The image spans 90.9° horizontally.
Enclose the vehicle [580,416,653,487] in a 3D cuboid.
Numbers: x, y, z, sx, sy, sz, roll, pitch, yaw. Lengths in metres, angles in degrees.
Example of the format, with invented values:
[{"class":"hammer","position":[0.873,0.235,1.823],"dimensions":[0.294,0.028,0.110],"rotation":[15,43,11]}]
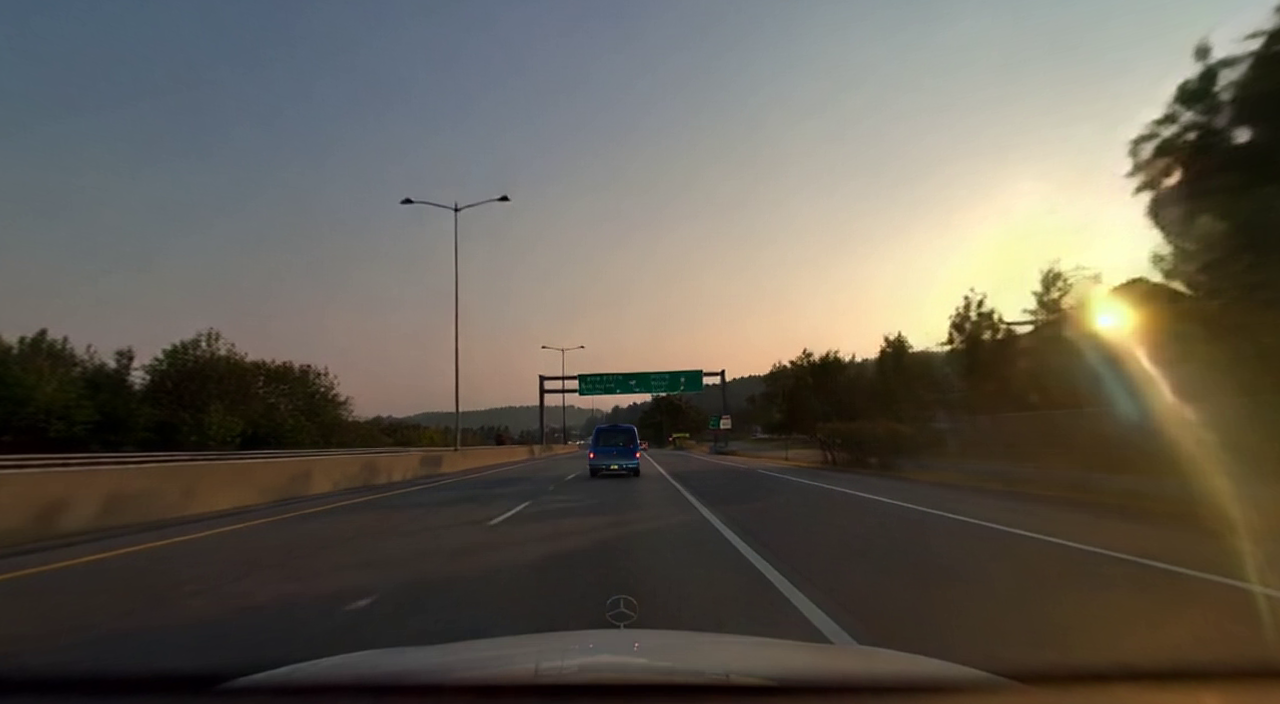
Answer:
[{"class":"vehicle","position":[-0.764,3.437,21.933],"dimensions":[2.248,2.154,4.892],"rotation":[0,-8,-1]}]
